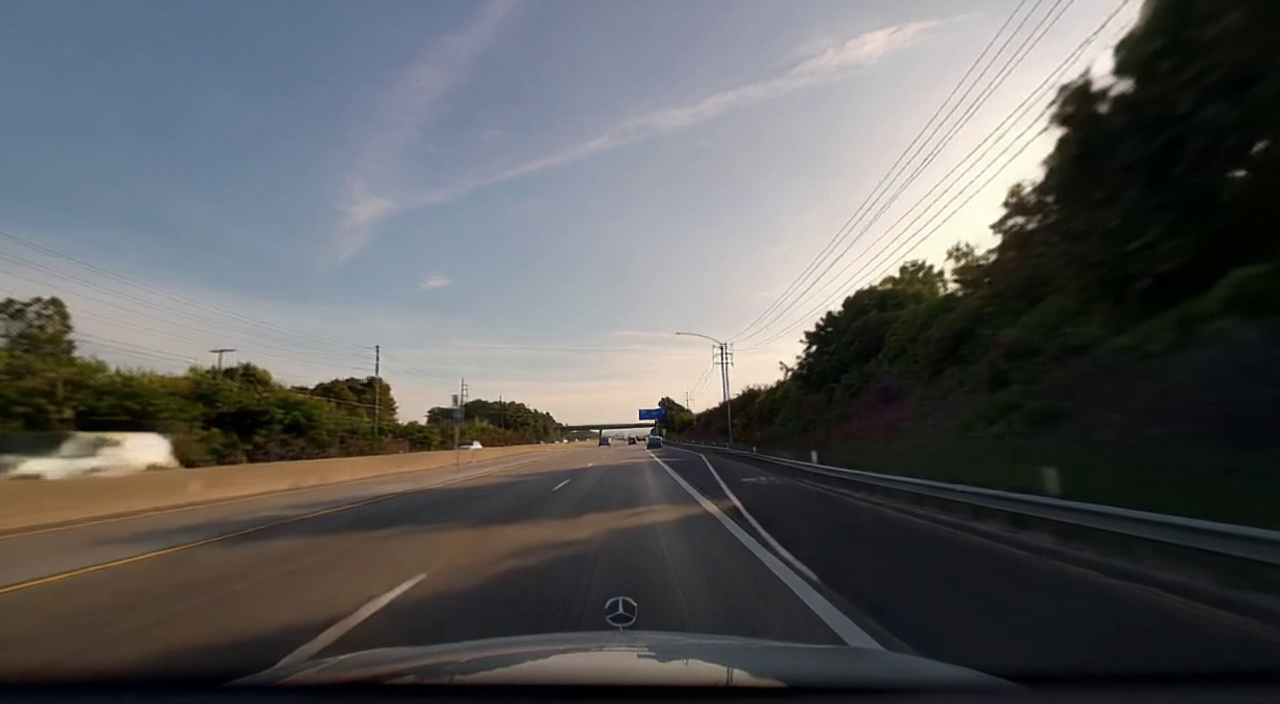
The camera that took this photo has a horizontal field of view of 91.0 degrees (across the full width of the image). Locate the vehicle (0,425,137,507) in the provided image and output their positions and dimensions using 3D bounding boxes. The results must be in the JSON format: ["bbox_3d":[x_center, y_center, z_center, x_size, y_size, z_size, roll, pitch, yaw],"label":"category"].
[{"bbox_3d":[-14.875,2.679,15.114,1.828,1.770,4.609,0,-8,-1],"label":"vehicle"}]
